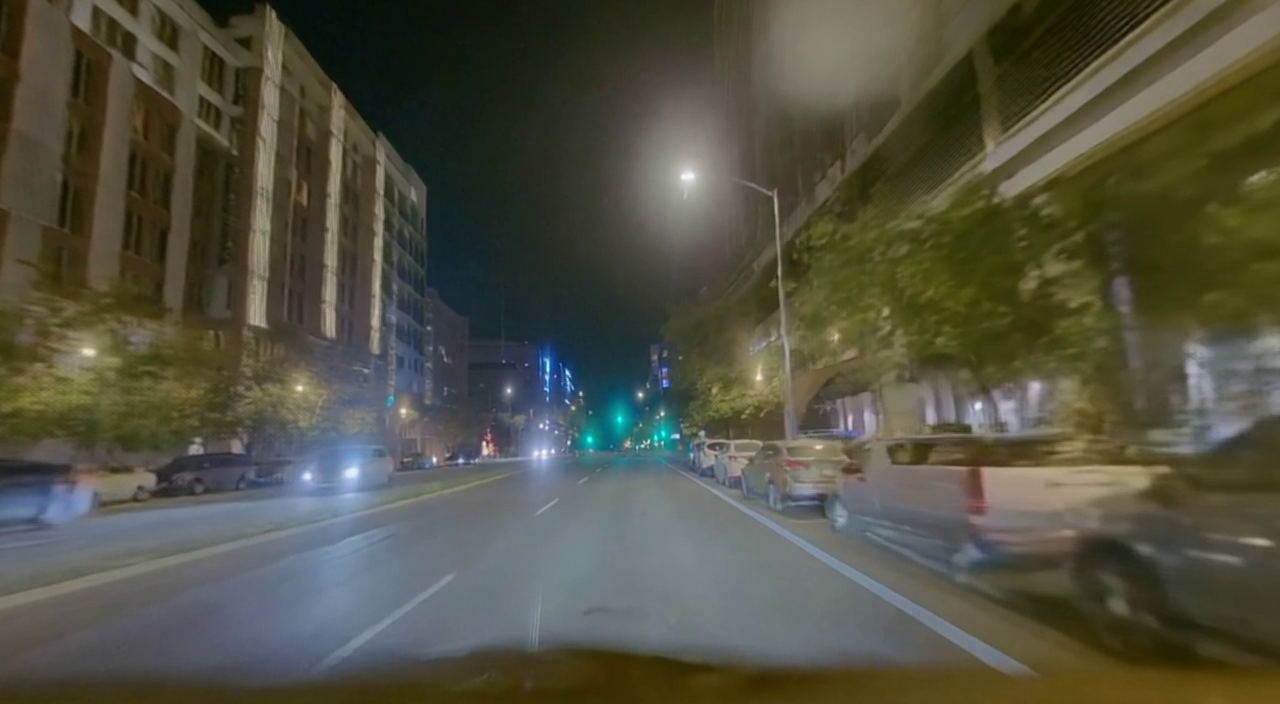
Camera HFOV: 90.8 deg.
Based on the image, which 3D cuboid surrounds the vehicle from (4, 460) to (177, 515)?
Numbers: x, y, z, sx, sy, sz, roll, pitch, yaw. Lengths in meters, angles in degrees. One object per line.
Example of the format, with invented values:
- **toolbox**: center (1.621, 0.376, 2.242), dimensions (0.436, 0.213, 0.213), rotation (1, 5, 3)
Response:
- **vehicle**: center (-17.965, 4.409, 21.026), dimensions (1.780, 1.463, 4.573), rotation (0, -8, -2)

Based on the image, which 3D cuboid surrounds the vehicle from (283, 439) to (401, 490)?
- **vehicle**: center (-11.251, 4.245, 24.340), dimensions (2.127, 1.752, 4.889), rotation (0, -8, 0)

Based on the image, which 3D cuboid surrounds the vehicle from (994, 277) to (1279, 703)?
- **vehicle**: center (3.409, 0.624, 1.990), dimensions (1.935, 1.920, 4.397), rotation (0, -8, -1)

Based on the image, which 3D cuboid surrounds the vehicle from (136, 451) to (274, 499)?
- **vehicle**: center (-18.085, 5.096, 26.714), dimensions (2.037, 1.694, 5.511), rotation (0, -8, -1)
